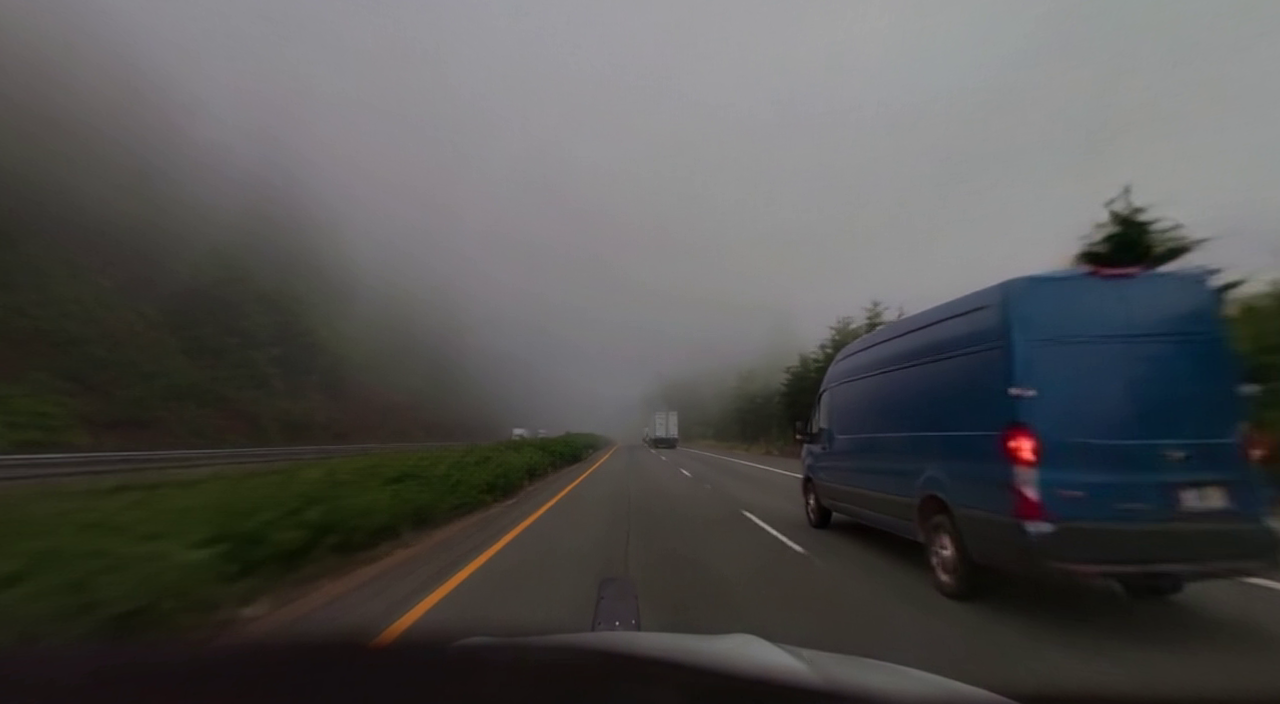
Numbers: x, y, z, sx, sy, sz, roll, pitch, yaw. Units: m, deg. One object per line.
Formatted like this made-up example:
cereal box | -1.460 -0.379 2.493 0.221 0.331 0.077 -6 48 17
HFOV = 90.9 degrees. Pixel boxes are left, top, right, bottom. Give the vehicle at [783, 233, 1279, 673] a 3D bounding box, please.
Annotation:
vehicle | 3.614 0.951 6.799 2.570 2.596 6.082 0 -8 -1
